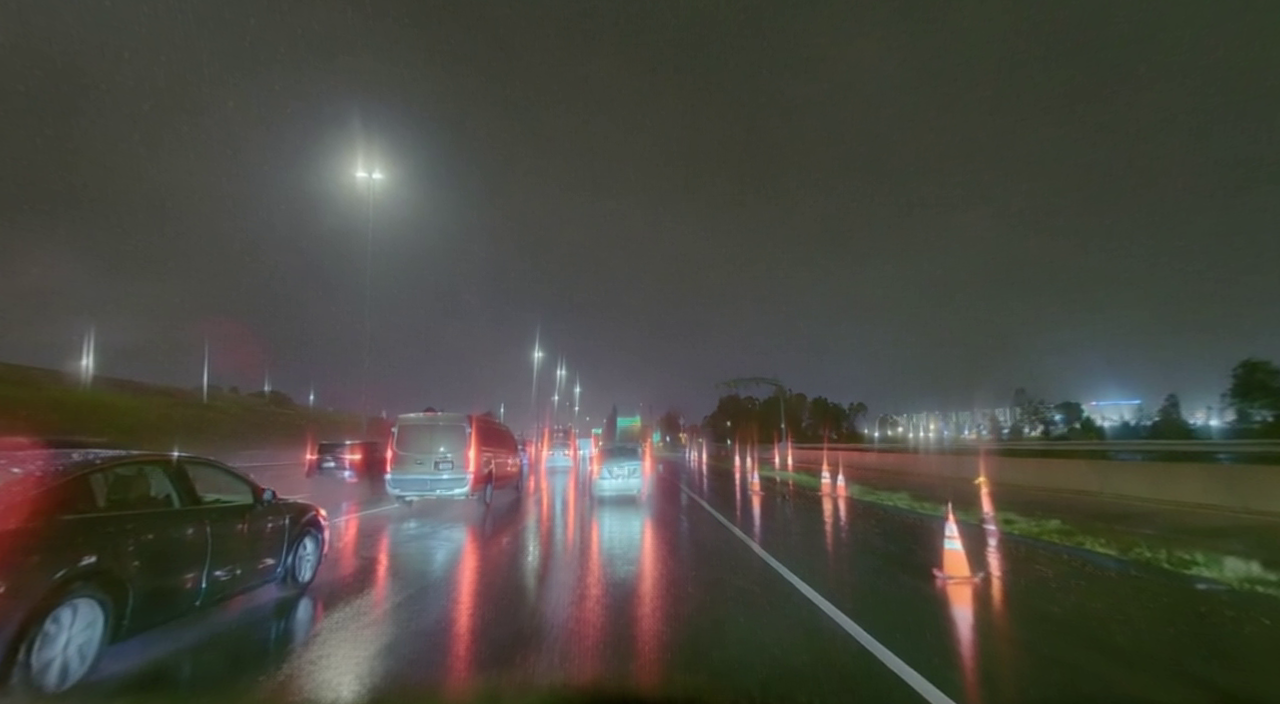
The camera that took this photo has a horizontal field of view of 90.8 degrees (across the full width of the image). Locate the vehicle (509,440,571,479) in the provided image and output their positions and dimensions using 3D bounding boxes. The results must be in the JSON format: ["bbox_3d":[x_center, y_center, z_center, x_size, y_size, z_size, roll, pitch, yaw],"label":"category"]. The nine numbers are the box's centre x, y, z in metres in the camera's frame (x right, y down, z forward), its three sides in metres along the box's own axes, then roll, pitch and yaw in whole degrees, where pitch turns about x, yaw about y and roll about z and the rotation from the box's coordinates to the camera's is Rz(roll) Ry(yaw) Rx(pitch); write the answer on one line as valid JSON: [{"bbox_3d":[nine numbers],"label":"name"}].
[{"bbox_3d":[-3.995,4.353,25.901,1.824,1.459,4.007,0,-9,1],"label":"vehicle"}]

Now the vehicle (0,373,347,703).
[{"bbox_3d":[-3.888,1.053,3.835,2.041,1.604,4.384,0,-9,1],"label":"vehicle"}]

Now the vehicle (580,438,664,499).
[{"bbox_3d":[-0.473,3.160,17.594,2.069,1.484,3.918,0,-9,-1],"label":"vehicle"}]

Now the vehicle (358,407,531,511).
[{"bbox_3d":[-4.294,2.514,15.209,2.324,2.012,5.740,0,-9,0],"label":"vehicle"}]
